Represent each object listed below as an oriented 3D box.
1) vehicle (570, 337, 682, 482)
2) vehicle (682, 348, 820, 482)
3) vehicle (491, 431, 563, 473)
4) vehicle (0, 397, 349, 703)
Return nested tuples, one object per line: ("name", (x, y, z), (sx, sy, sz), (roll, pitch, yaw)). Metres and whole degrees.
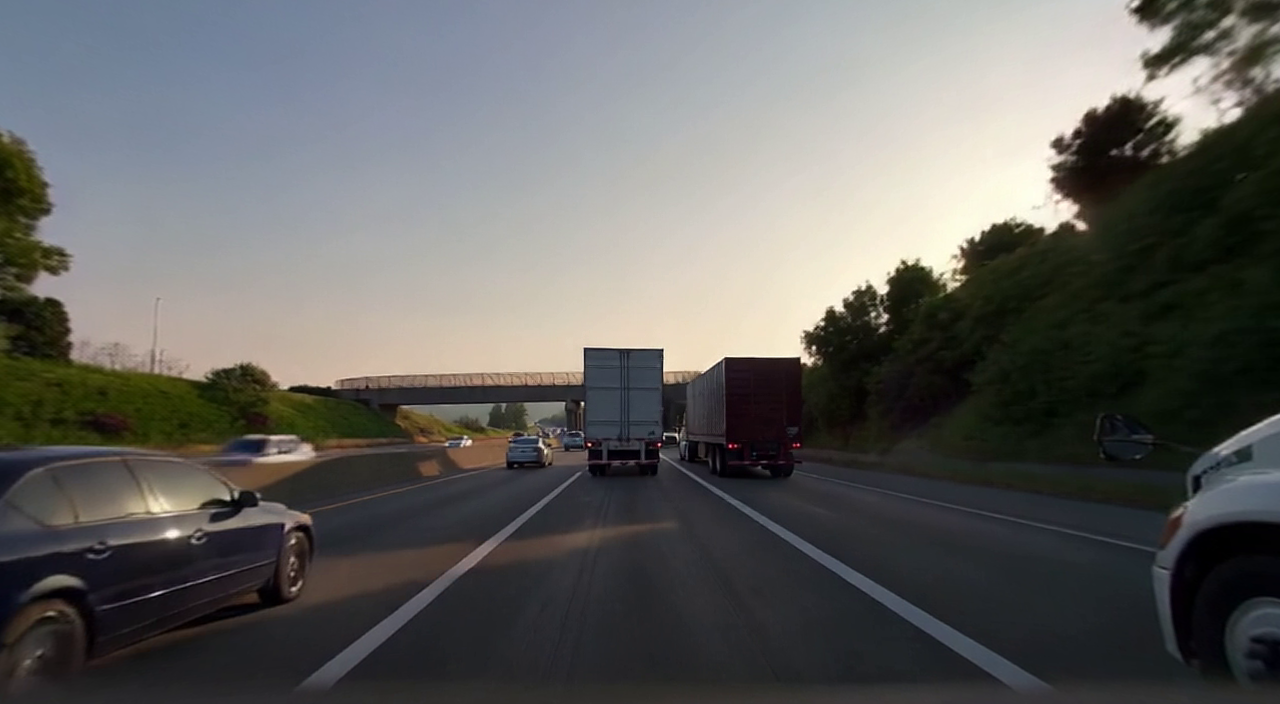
("vehicle", (-0.552, 2.307, 23.053), (3.090, 4.065, 10.702), (0, -8, -2))
("vehicle", (3.616, 2.576, 24.109), (2.817, 3.886, 11.491), (0, -8, -2))
("vehicle", (-4.230, 3.789, 24.128), (2.049, 1.483, 3.786), (0, -8, 0))
("vehicle", (-3.505, 0.998, 3.139), (1.894, 1.460, 4.662), (0, -8, 0))
